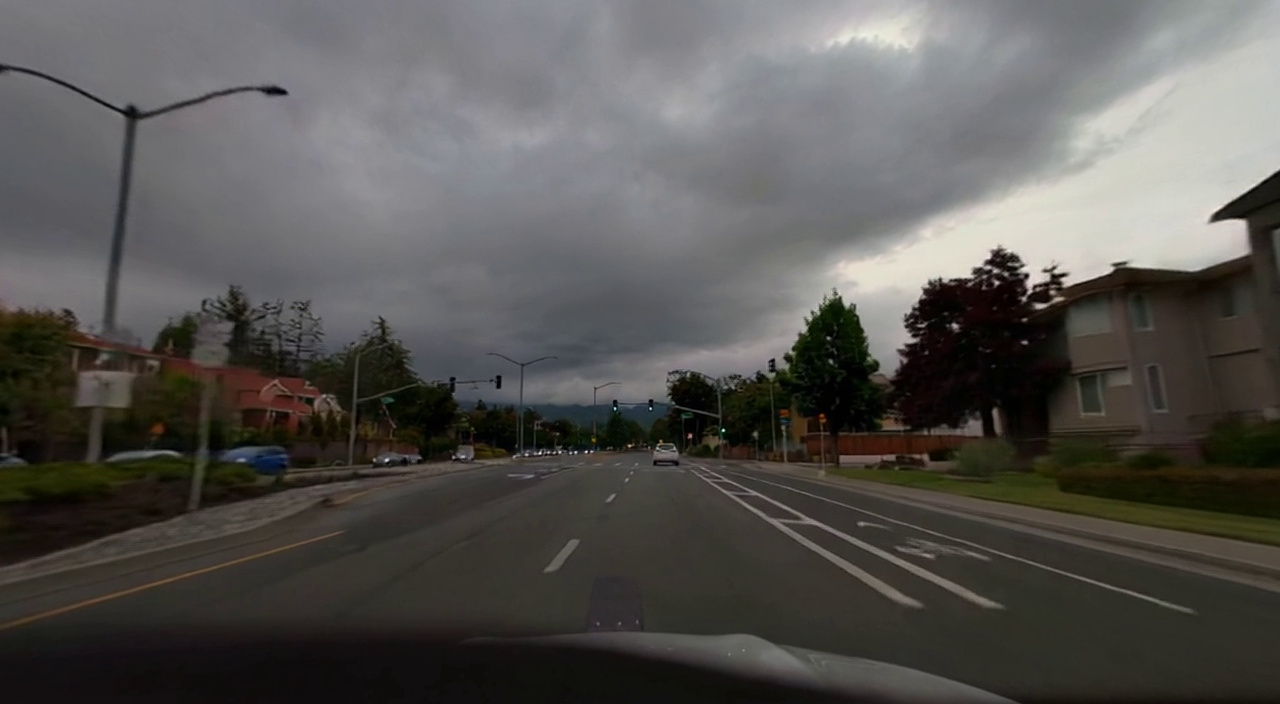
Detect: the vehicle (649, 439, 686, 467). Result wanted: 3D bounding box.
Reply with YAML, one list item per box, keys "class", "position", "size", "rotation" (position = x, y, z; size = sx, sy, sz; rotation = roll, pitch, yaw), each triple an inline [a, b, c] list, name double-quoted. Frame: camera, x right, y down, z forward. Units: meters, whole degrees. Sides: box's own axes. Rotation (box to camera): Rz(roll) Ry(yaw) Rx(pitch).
- class: "vehicle"
  position: [1.848, 7.003, 43.946]
  size: [2.273, 1.851, 5.075]
  rotation: [0, -9, 0]

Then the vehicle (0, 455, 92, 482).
- class: "vehicle"
  position: [-36.177, 6.946, 37.787]
  size: [1.813, 1.460, 4.703]
  rotation: [-3, -9, 21]

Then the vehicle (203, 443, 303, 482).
- class: "vehicle"
  position: [-18.895, 5.393, 31.134]
  size: [1.963, 1.782, 4.520]
  rotation: [0, -9, 2]
